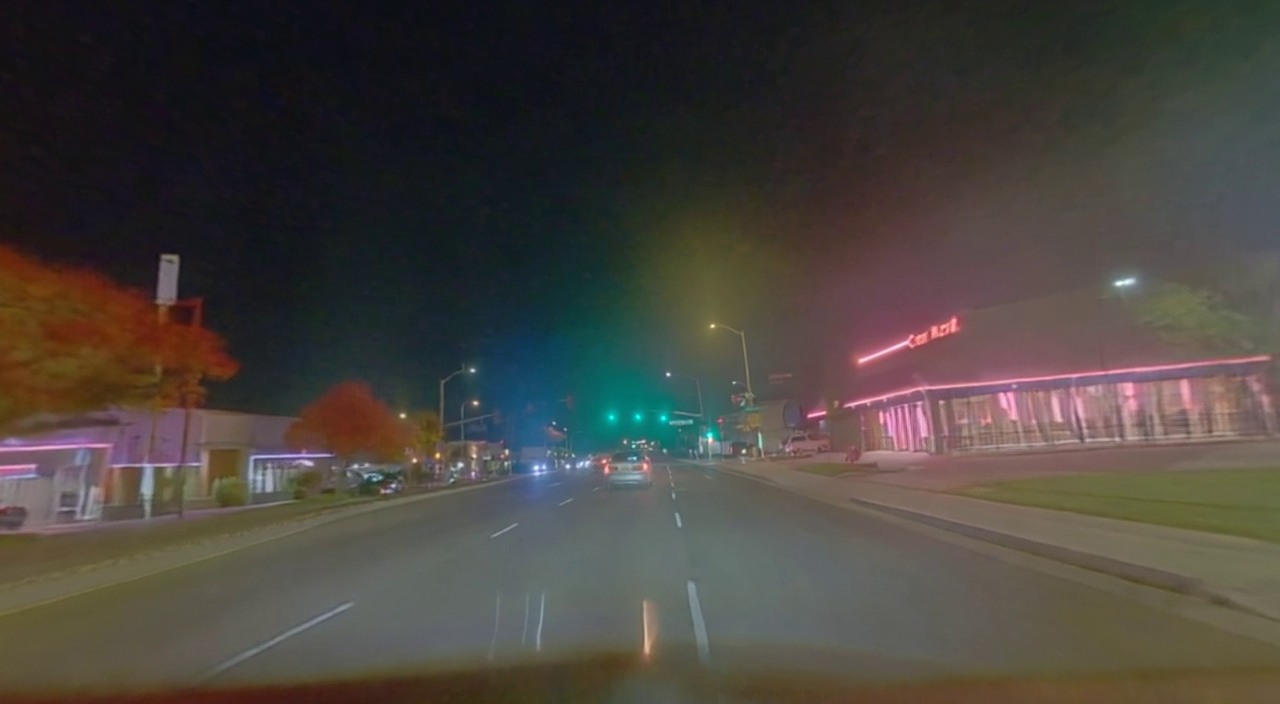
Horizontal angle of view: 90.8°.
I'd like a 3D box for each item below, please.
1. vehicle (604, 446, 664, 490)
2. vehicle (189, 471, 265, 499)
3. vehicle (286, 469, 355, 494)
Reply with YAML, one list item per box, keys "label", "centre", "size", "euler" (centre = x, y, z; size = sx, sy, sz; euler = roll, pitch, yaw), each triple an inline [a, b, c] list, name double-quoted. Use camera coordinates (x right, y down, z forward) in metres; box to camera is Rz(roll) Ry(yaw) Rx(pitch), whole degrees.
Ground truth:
- label: "vehicle"
  centre: [-0.128, 4.246, 23.495]
  size: [1.977, 1.451, 4.032]
  euler: [-1, -8, 3]
- label: "vehicle"
  centre: [-29.419, 9.419, 45.006]
  size: [4.261, 1.756, 1.915]
  euler: [6, -11, -38]
- label: "vehicle"
  centre: [-24.085, 9.719, 47.680]
  size: [4.310, 1.663, 1.881]
  euler: [6, -10, -34]
